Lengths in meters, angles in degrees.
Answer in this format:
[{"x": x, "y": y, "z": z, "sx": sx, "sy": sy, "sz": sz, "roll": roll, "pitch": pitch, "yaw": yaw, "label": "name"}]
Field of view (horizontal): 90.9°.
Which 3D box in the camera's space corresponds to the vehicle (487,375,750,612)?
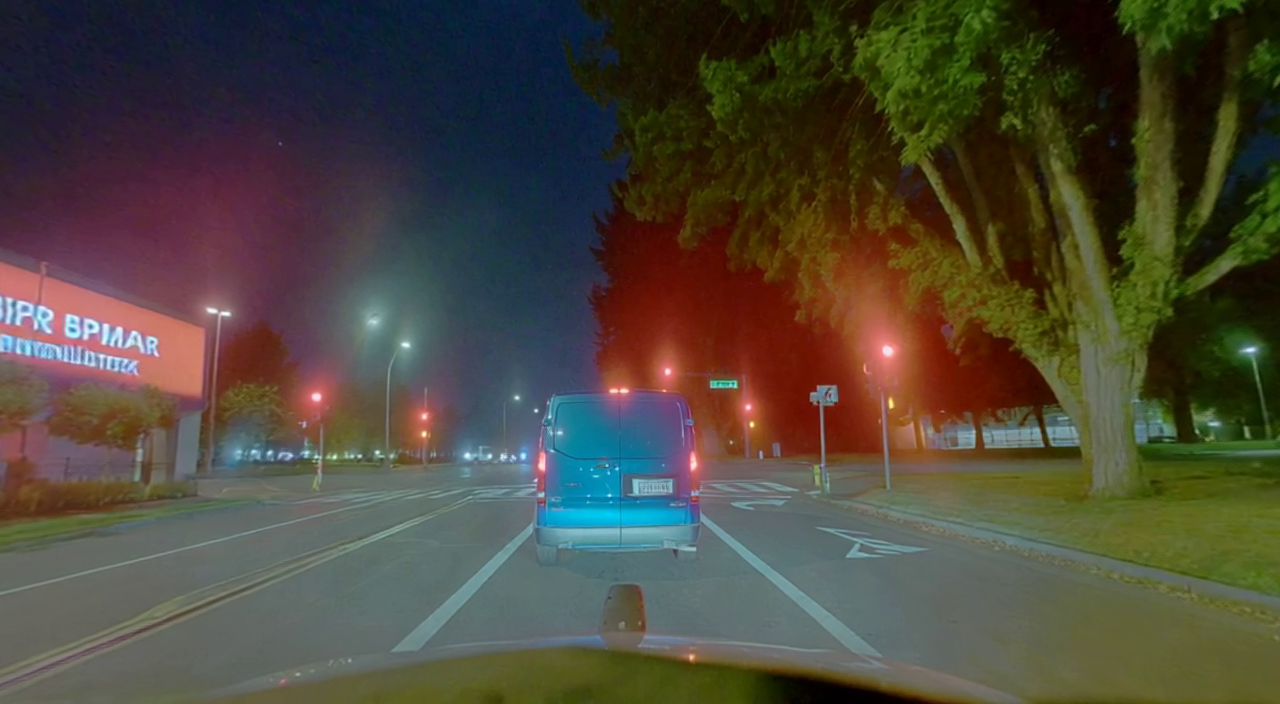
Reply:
[{"x": -0.292, "y": 1.475, "z": 7.305, "sx": 2.181, "sy": 1.949, "sz": 3.932, "roll": 1, "pitch": -9, "yaw": -4, "label": "vehicle"}]
